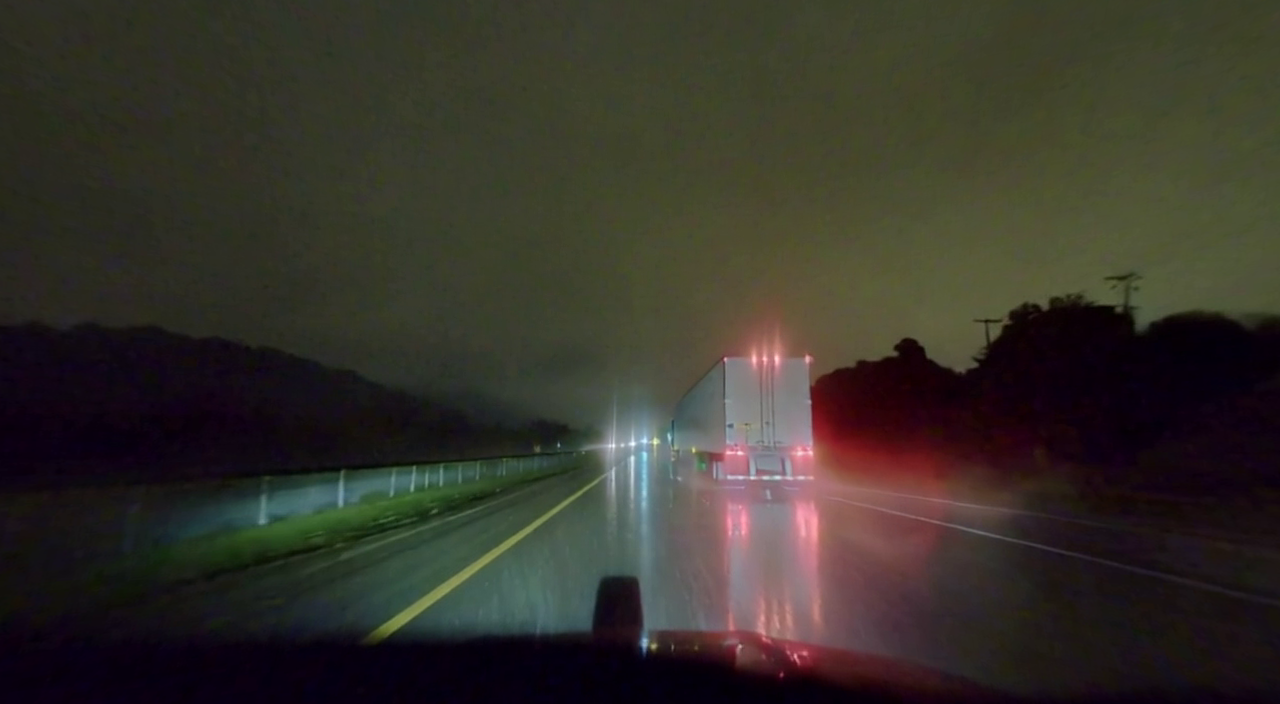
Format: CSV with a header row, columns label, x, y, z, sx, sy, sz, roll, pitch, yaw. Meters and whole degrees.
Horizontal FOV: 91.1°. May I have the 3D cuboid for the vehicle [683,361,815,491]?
label,x,y,z,sx,sy,sz,roll,pitch,yaw
vehicle,3.896,3.356,26.592,2.938,4.076,13.362,0,-9,-1
